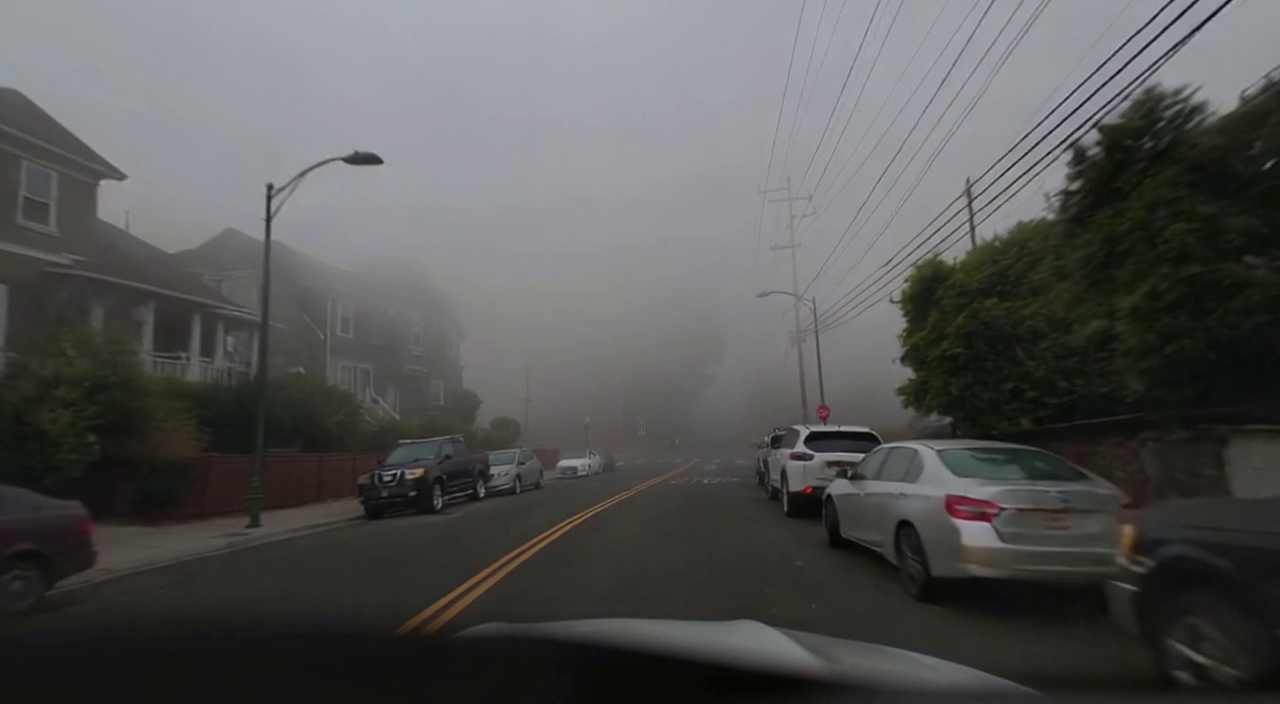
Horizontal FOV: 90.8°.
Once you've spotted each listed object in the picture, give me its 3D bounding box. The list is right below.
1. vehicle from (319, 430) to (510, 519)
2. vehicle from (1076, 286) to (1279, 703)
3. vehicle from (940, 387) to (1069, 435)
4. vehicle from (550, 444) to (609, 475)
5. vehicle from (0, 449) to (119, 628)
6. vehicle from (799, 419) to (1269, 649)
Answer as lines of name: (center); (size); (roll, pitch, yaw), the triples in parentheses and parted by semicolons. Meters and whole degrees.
vehicle: (-5.703, 3.161, 17.158); (2.359, 1.947, 5.833); (-1, -8, 8)
vehicle: (3.061, 0.480, 0.419); (2.161, 1.813, 4.910); (-1, -8, 2)
vehicle: (12.559, 2.162, 22.203); (1.909, 1.455, 4.721); (-1, -8, 3)
vehicle: (-3.002, 5.464, 32.419); (2.098, 1.454, 4.449); (-1, -8, 7)
vehicle: (-7.443, 1.684, 5.123); (2.086, 1.706, 4.649); (-1, -8, 8)
vehicle: (3.187, 1.524, 6.581); (1.873, 1.489, 4.761); (0, -8, 1)
